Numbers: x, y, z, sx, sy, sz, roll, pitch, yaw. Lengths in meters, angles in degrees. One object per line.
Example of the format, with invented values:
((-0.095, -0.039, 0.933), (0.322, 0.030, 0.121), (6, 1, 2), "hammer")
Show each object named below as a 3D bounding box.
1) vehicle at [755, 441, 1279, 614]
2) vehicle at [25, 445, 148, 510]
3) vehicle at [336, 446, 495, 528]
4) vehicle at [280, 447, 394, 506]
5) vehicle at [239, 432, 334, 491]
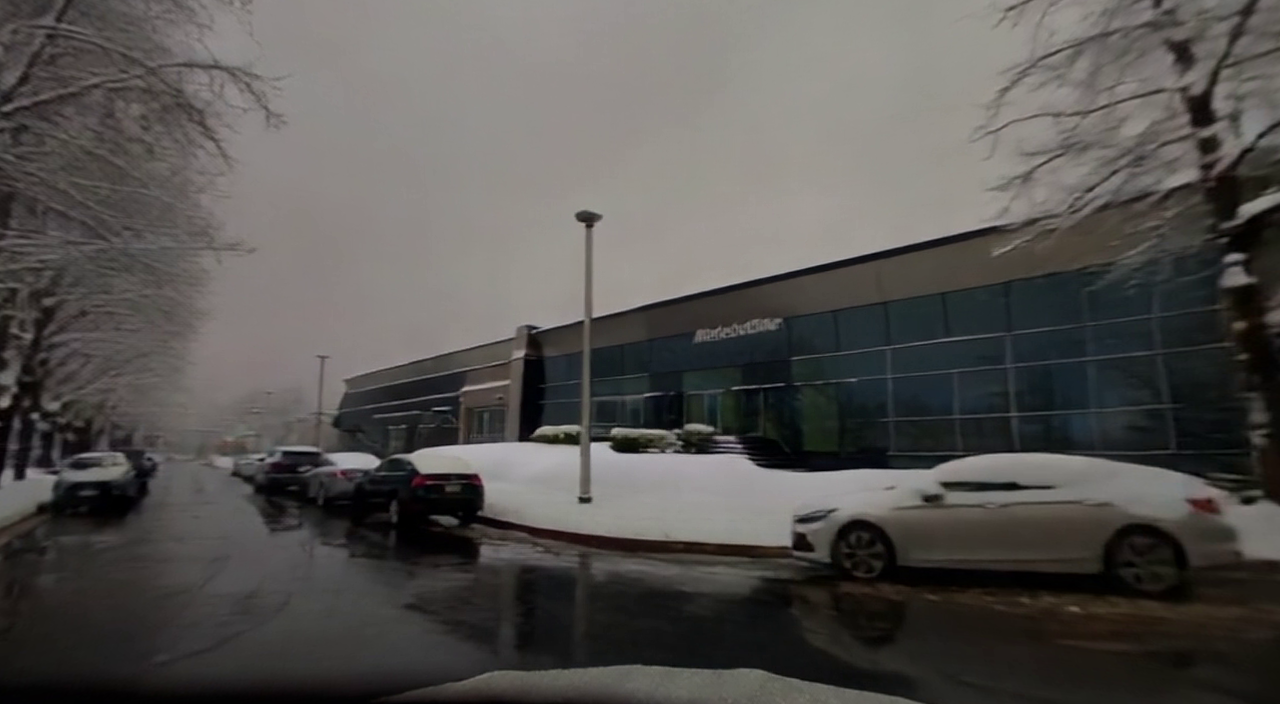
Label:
((3.749, 1.752, 6.863), (4.770, 1.448, 1.983), (-2, -11, 14), "vehicle")
((-14.491, 3.297, 16.758), (2.018, 1.461, 4.413), (8, -13, -37), "vehicle")
((-5.003, 2.870, 13.735), (1.889, 1.482, 4.118), (9, -13, -38), "vehicle")
((-8.945, 3.601, 18.427), (1.815, 1.479, 4.498), (9, -14, -39), "vehicle")
((-13.621, 4.204, 24.110), (2.242, 1.972, 4.898), (9, -13, -37), "vehicle")
